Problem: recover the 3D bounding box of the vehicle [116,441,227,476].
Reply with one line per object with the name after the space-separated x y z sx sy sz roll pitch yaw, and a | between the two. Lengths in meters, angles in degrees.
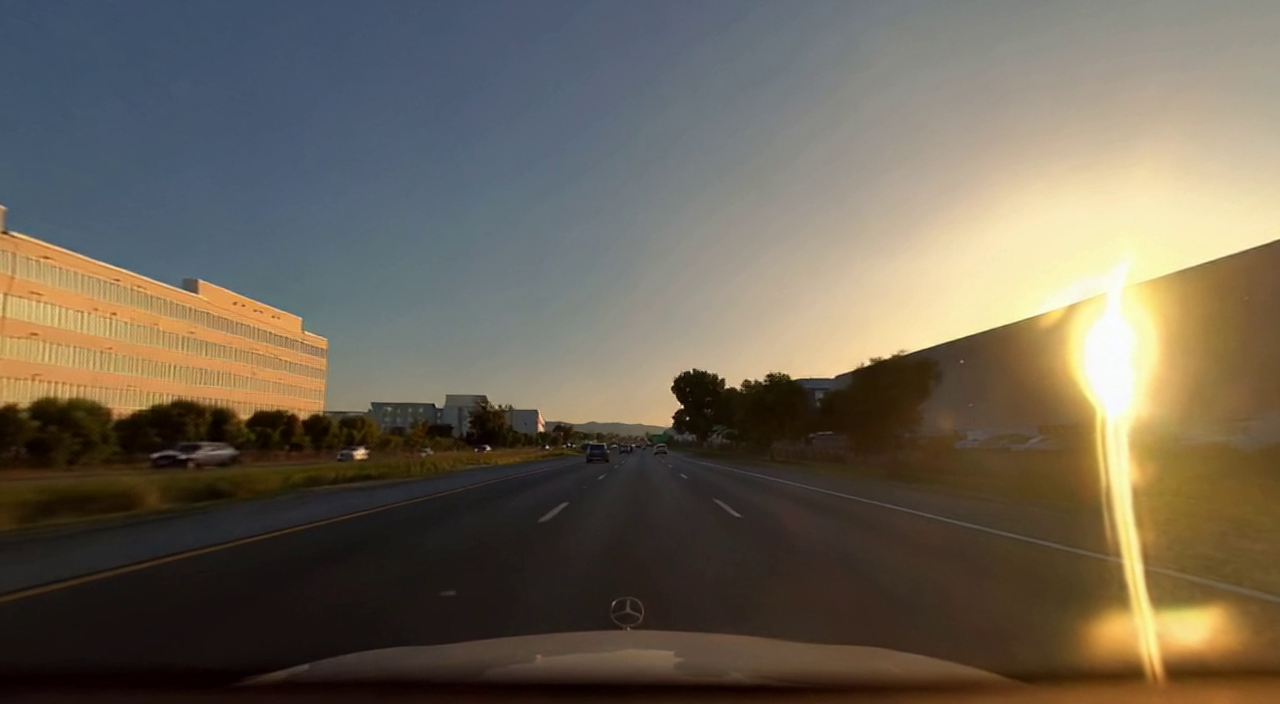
-28.125 6.402 38.179 2.175 1.906 5.815 0 -9 1 | vehicle
